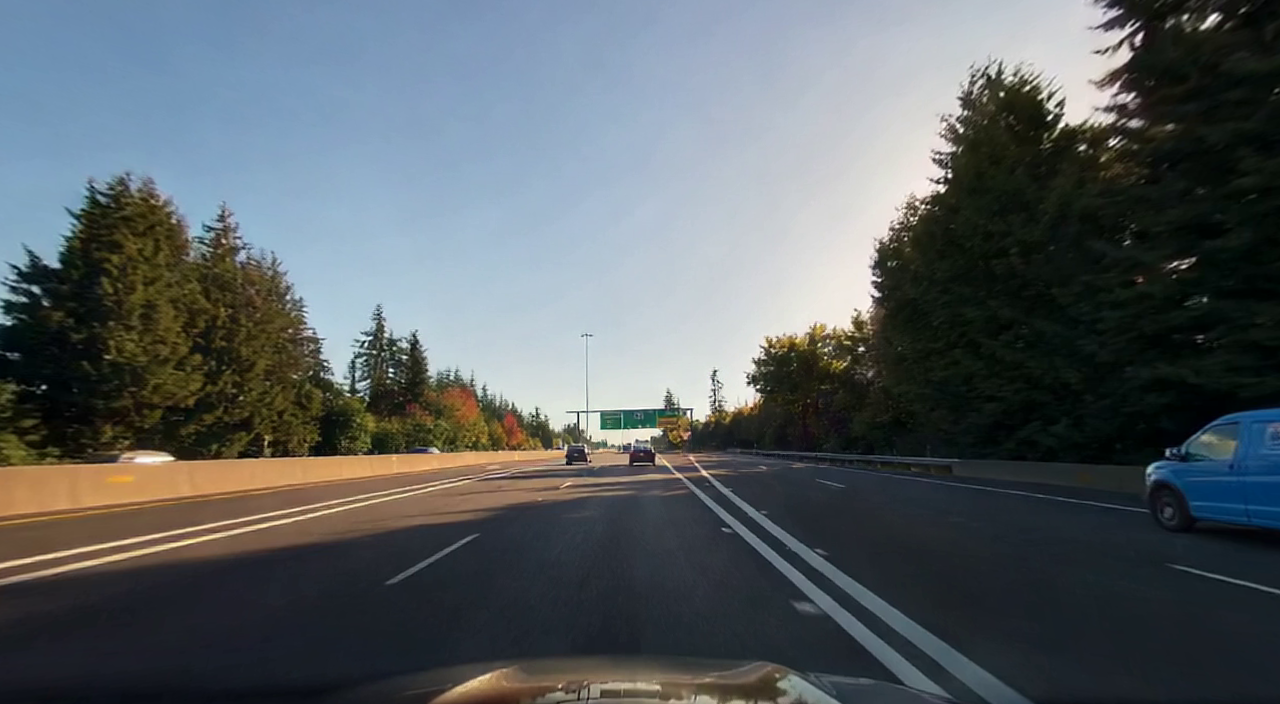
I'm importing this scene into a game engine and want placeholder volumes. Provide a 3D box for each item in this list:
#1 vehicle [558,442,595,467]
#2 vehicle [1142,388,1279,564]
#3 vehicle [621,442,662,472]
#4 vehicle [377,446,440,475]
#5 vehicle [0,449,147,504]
[{"bbox_3d":[-3.906,6.379,39.319,1.877,1.504,3.799,0,-9,1],"label":"vehicle"},{"bbox_3d":[7.855,1.255,6.284,2.056,1.855,4.419,0,-9,1],"label":"vehicle"},{"bbox_3d":[0.028,5.397,32.498,2.002,1.449,3.612,0,-9,-1],"label":"vehicle"},{"bbox_3d":[-13.309,6.250,36.535,1.970,1.518,4.342,0,-9,1],"label":"vehicle"},{"bbox_3d":[-16.888,3.584,18.519,1.797,1.444,3.697,0,-9,-1],"label":"vehicle"}]
